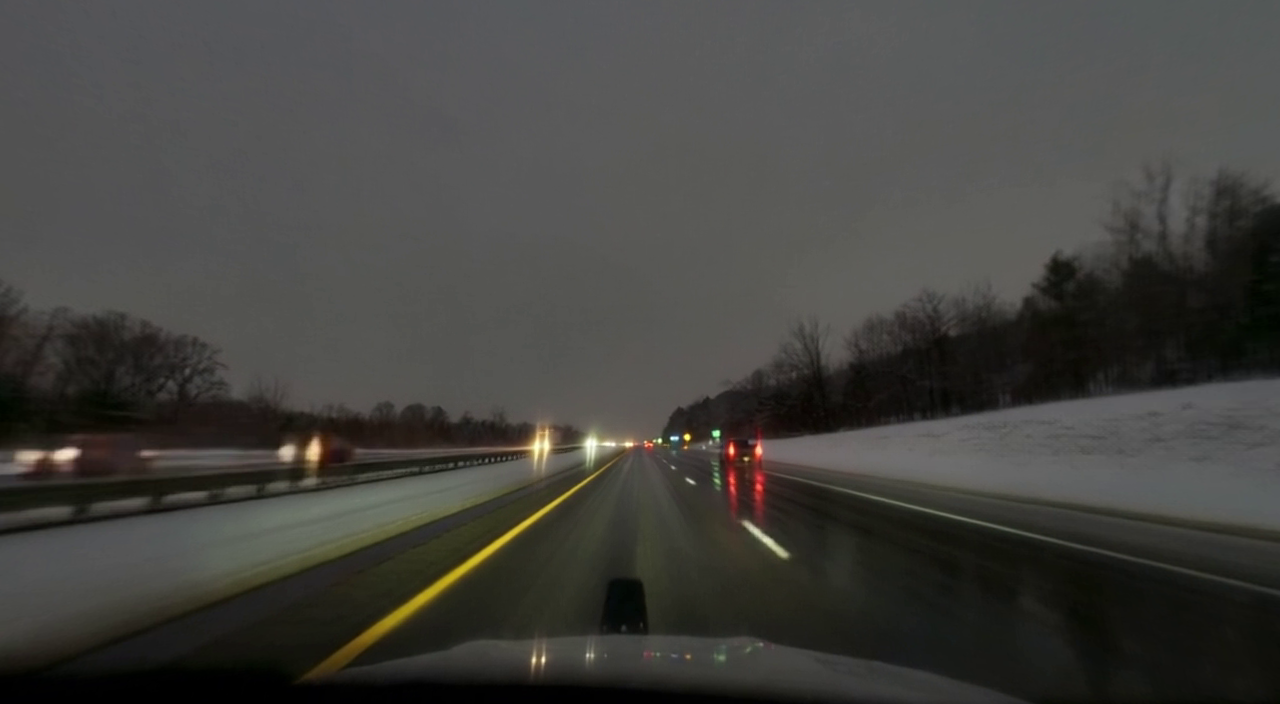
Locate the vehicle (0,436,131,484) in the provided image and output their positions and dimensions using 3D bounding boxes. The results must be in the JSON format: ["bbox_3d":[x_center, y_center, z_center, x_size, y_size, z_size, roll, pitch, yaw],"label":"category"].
[{"bbox_3d":[-20.826,3.721,22.031,2.137,1.467,4.729,0,-8,0],"label":"vehicle"}]

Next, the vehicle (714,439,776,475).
[{"bbox_3d":[4.698,4.762,28.809,2.012,1.476,4.256,0,-8,-1],"label":"vehicle"}]

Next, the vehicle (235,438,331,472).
[{"bbox_3d":[-17.280,4.991,30.804,1.888,1.474,4.725,0,-8,1],"label":"vehicle"}]
